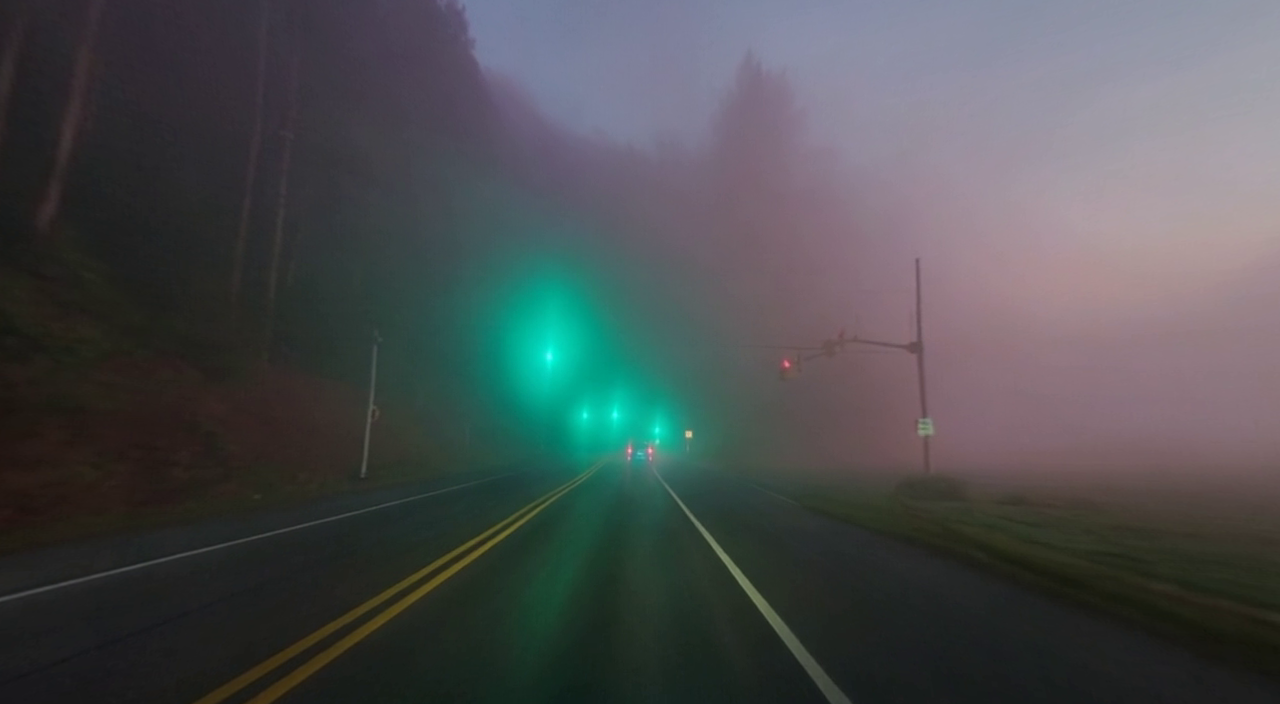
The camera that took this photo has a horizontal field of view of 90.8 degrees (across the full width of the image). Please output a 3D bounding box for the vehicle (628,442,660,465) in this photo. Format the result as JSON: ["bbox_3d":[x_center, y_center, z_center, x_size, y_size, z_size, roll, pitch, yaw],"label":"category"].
[{"bbox_3d":[0.313,6.855,42.752,2.042,1.489,3.963,-1,-9,2],"label":"vehicle"}]
